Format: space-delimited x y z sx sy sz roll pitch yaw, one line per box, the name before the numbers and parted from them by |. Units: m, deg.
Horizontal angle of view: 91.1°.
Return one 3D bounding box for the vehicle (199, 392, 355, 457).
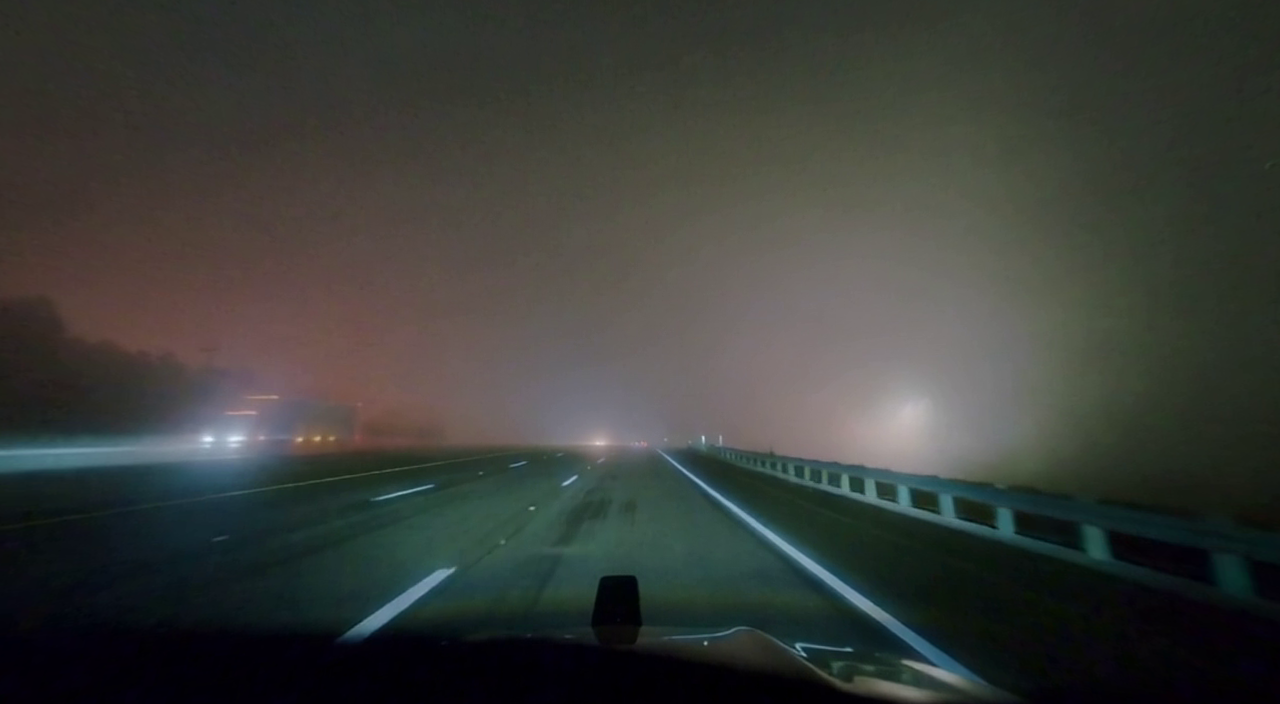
vehicle | -26.208 5.535 46.914 3.276 4.074 14.024 0 -8 0
